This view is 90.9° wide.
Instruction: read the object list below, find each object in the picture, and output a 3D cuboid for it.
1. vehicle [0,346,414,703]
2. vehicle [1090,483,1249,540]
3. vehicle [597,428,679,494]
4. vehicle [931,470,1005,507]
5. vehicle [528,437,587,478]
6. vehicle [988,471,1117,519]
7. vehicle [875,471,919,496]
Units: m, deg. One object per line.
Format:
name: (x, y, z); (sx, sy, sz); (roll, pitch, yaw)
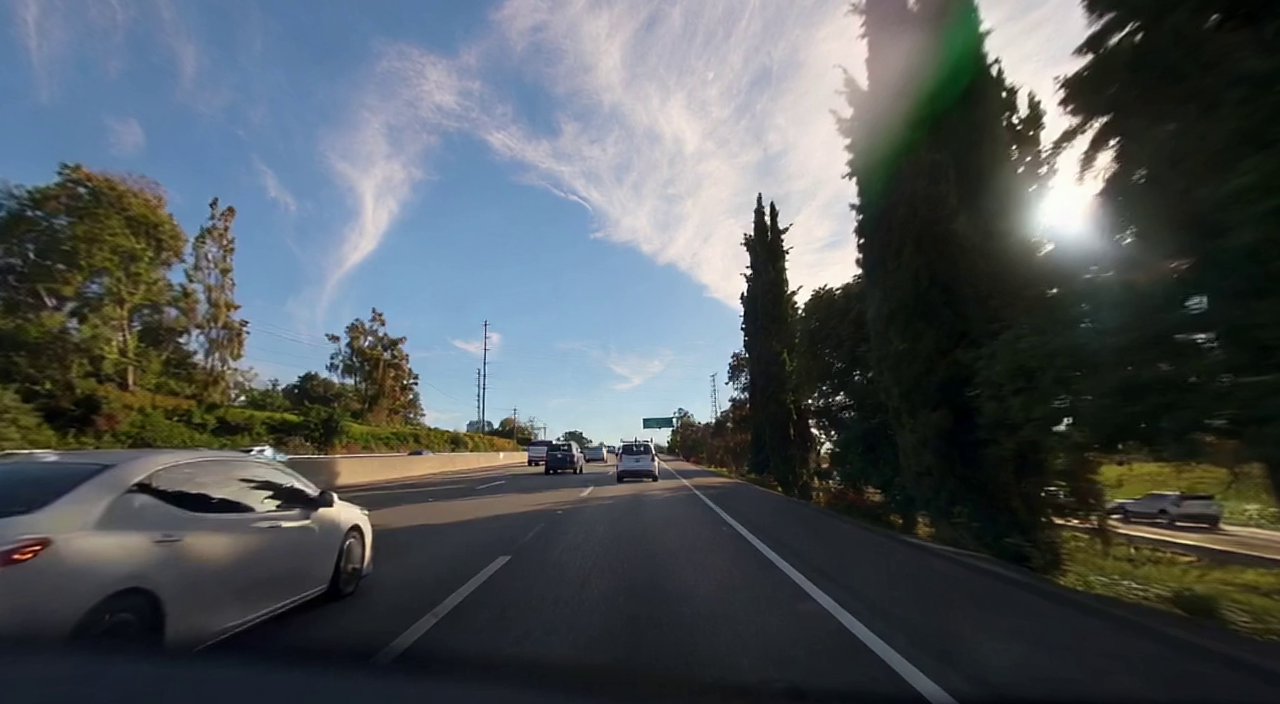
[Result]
vehicle: (-3.359, 1.107, 4.164); (2.117, 1.665, 4.365); (0, -8, 0)
vehicle: (17.488, 5.250, 21.172); (1.805, 1.452, 4.269); (-1, -9, 4)
vehicle: (-0.086, 3.386, 19.944); (2.319, 1.813, 4.274); (0, -8, -1)
vehicle: (18.541, 7.682, 35.863); (1.965, 1.761, 4.363); (0, -9, 2)
vehicle: (-3.783, 4.929, 29.735); (2.104, 1.754, 4.515); (0, -8, 1)
vehicle: (17.847, 6.213, 27.705); (2.393, 1.795, 4.877); (-3, -11, 2)
vehicle: (19.850, 10.172, 48.903); (1.832, 1.624, 4.158); (-1, -9, 4)
